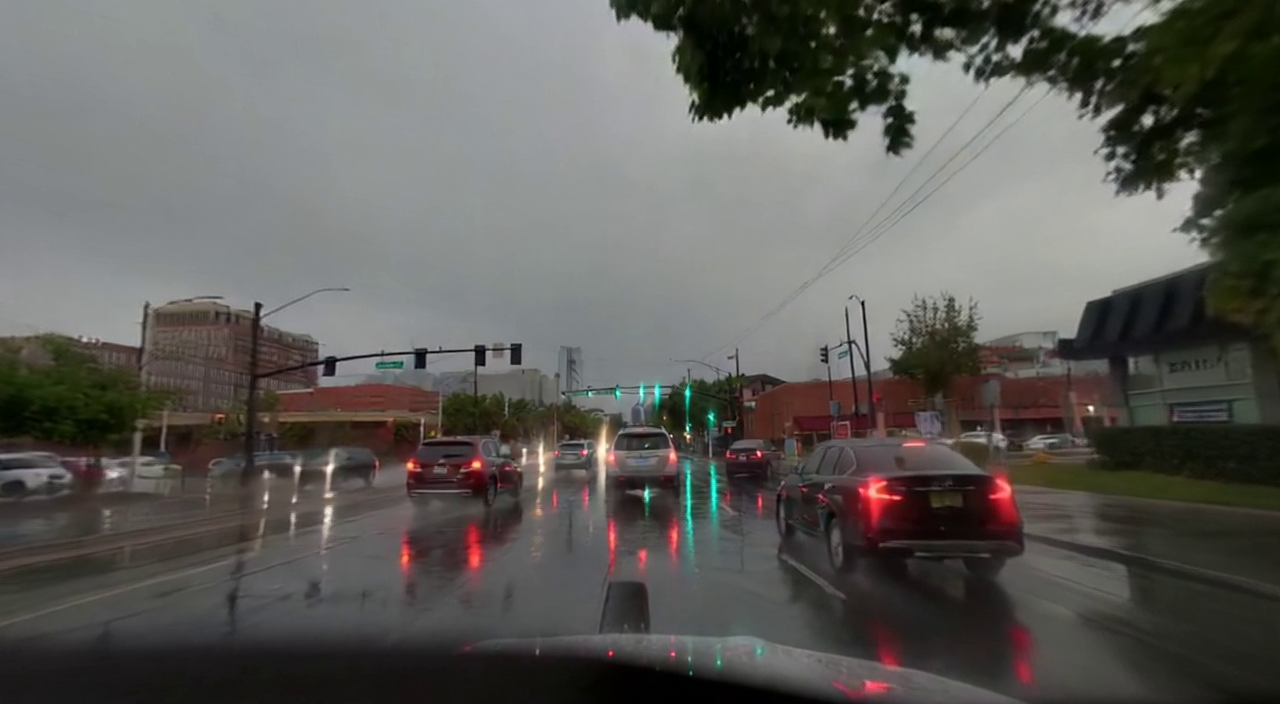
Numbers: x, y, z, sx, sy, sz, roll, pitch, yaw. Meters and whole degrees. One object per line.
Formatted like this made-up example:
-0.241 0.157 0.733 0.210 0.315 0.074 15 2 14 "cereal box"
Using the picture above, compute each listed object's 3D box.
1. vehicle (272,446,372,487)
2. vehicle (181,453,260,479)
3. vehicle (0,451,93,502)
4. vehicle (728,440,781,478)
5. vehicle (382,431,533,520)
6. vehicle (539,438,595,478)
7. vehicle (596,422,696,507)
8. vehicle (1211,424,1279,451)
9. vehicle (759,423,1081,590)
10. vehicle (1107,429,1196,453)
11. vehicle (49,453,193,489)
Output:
-14.697 5.281 29.481 2.099 1.696 4.746 0 -8 1 "vehicle"
-29.453 7.996 44.294 4.337 1.690 1.875 -2 -8 5 "vehicle"
-24.475 4.759 24.227 1.919 1.831 5.335 0 -8 2 "vehicle"
4.863 4.488 26.707 1.986 1.457 4.566 -2 -8 11 "vehicle"
-3.695 2.568 13.655 1.886 1.599 4.247 0 -8 1 "vehicle"
-3.101 4.591 27.558 1.894 1.642 3.861 0 -8 2 "vehicle"
0.162 2.645 15.214 2.075 1.770 4.018 0 -8 1 "vehicle"
43.538 5.990 44.266 4.557 1.700 1.876 -5 -9 17 "vehicle"
2.963 1.725 7.967 2.030 1.492 4.383 0 -8 0 "vehicle"
37.398 6.503 46.191 4.409 1.696 2.180 -2 -9 11 "vehicle"
-29.809 6.817 36.506 2.021 1.802 5.987 -5 -10 30 "vehicle"
